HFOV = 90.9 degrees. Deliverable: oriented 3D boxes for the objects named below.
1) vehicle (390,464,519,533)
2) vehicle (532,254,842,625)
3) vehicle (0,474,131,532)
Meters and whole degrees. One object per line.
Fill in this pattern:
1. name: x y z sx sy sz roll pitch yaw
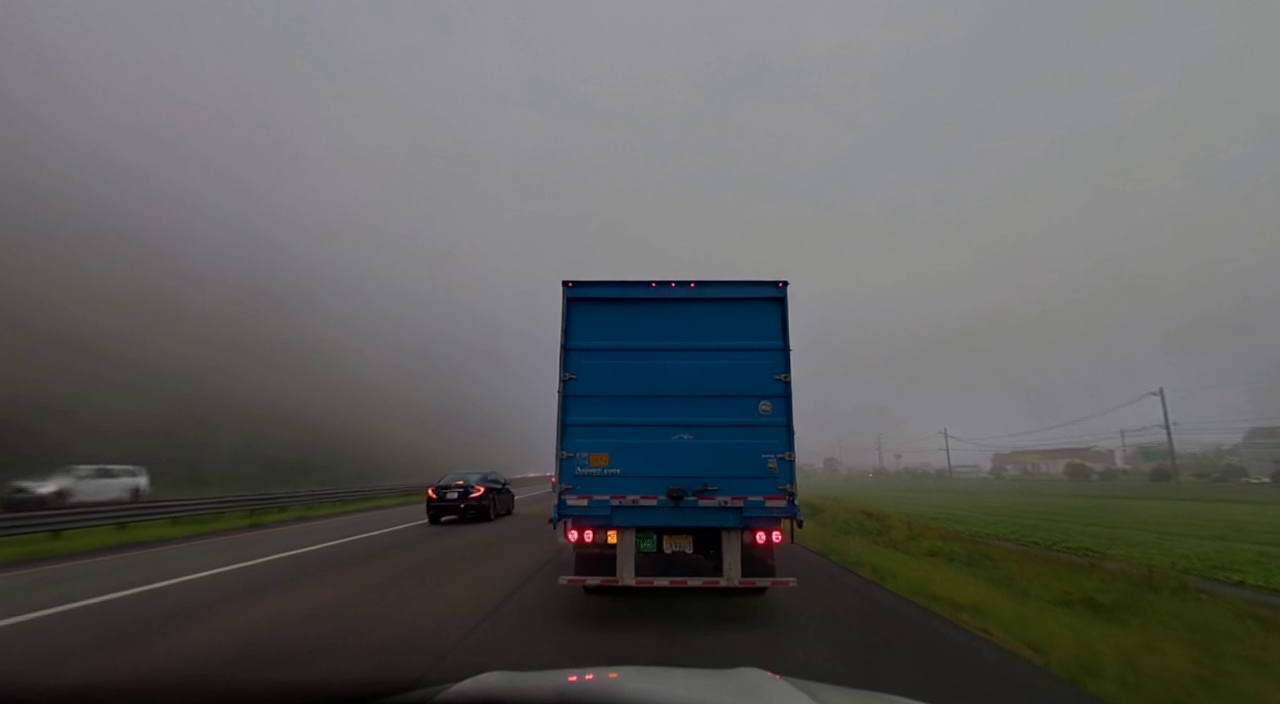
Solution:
1. vehicle: -4.495 3.625 16.029 1.891 1.469 4.431 1 -11 0
2. vehicle: 0.594 1.535 10.361 2.831 3.529 8.689 0 -11 2
3. vehicle: -18.865 4.714 20.046 1.868 1.579 4.060 1 -11 0
